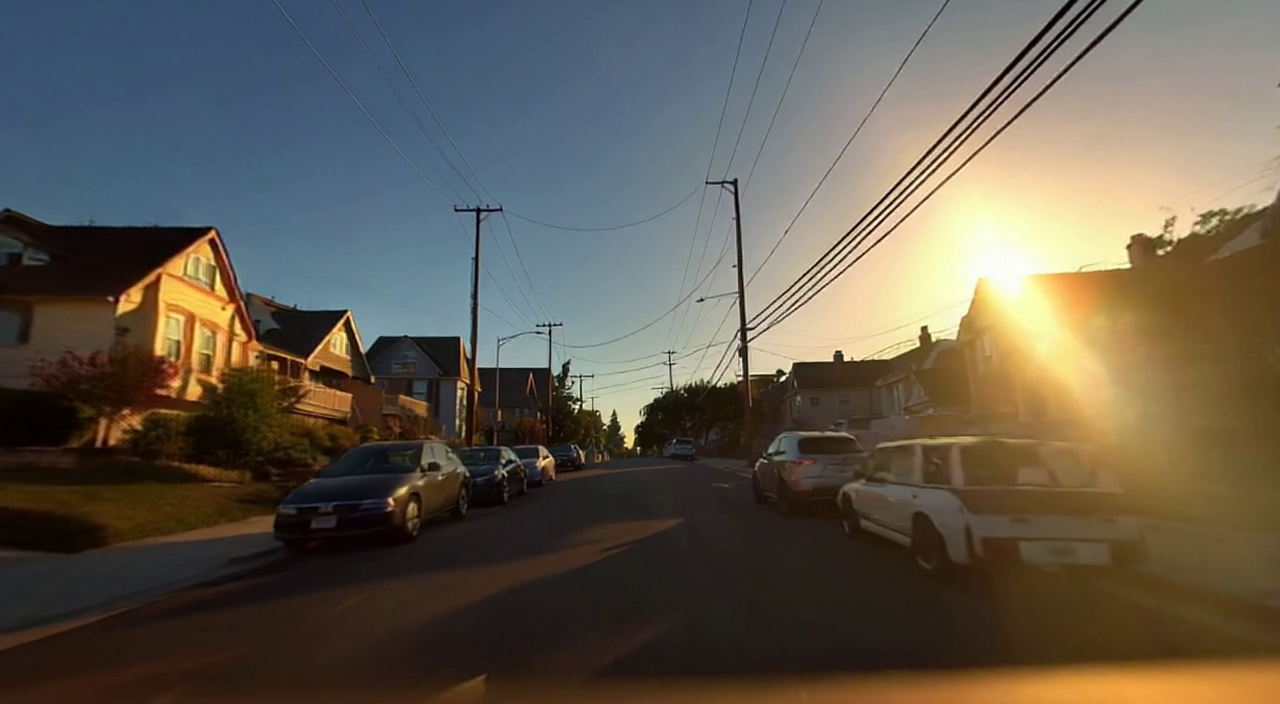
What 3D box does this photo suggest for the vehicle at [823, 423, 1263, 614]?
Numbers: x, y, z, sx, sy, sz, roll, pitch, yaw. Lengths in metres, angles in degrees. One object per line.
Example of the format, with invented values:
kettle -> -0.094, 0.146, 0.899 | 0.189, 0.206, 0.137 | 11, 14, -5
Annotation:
vehicle -> 3.658, 1.584, 7.037 | 2.083, 1.407, 4.506 | 0, -9, 3

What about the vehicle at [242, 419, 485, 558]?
vehicle -> -4.198, 2.187, 10.671 | 2.031, 1.708, 4.746 | -2, -10, -1
